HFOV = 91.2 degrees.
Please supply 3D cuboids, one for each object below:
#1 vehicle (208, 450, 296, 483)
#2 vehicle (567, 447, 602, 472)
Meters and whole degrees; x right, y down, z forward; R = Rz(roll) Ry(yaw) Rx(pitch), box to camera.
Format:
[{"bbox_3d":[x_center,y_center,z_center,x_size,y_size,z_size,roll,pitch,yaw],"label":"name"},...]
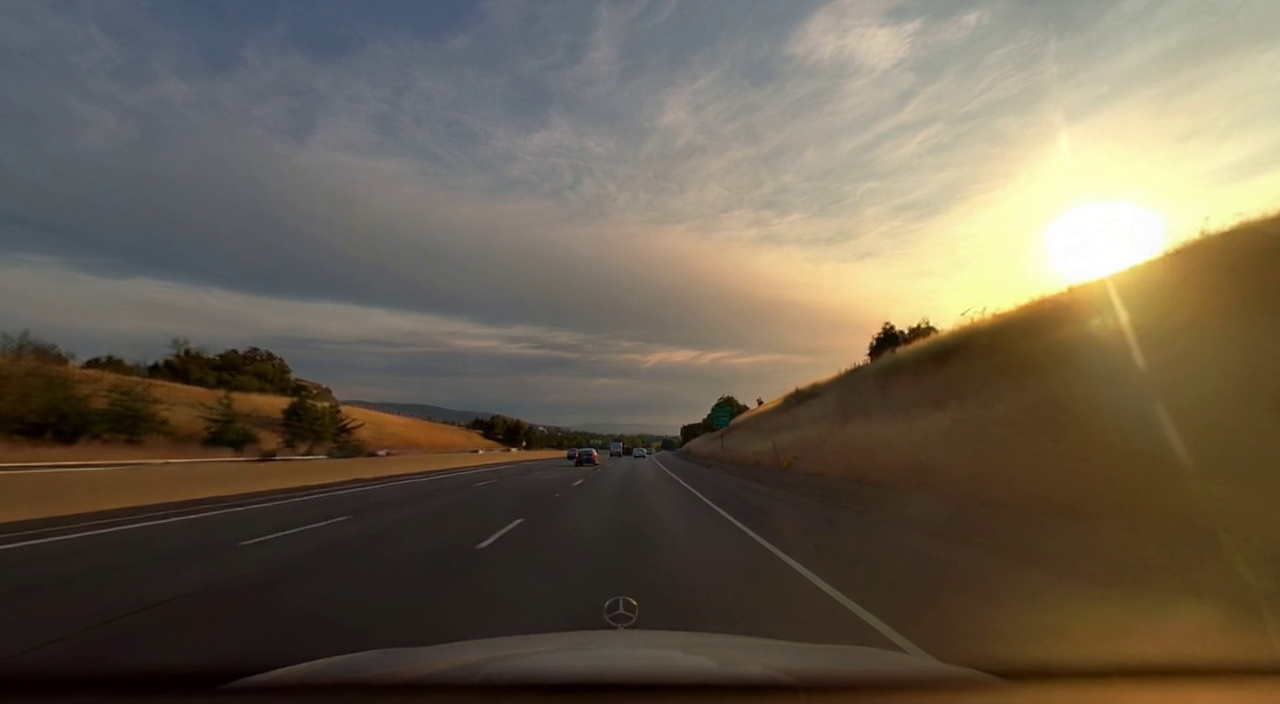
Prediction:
[{"bbox_3d":[-19.275,5.655,31.348,1.802,1.516,4.049,0,-9,0],"label":"vehicle"},{"bbox_3d":[-3.486,6.827,40.075,1.895,1.482,3.852,0,-9,0],"label":"vehicle"}]
